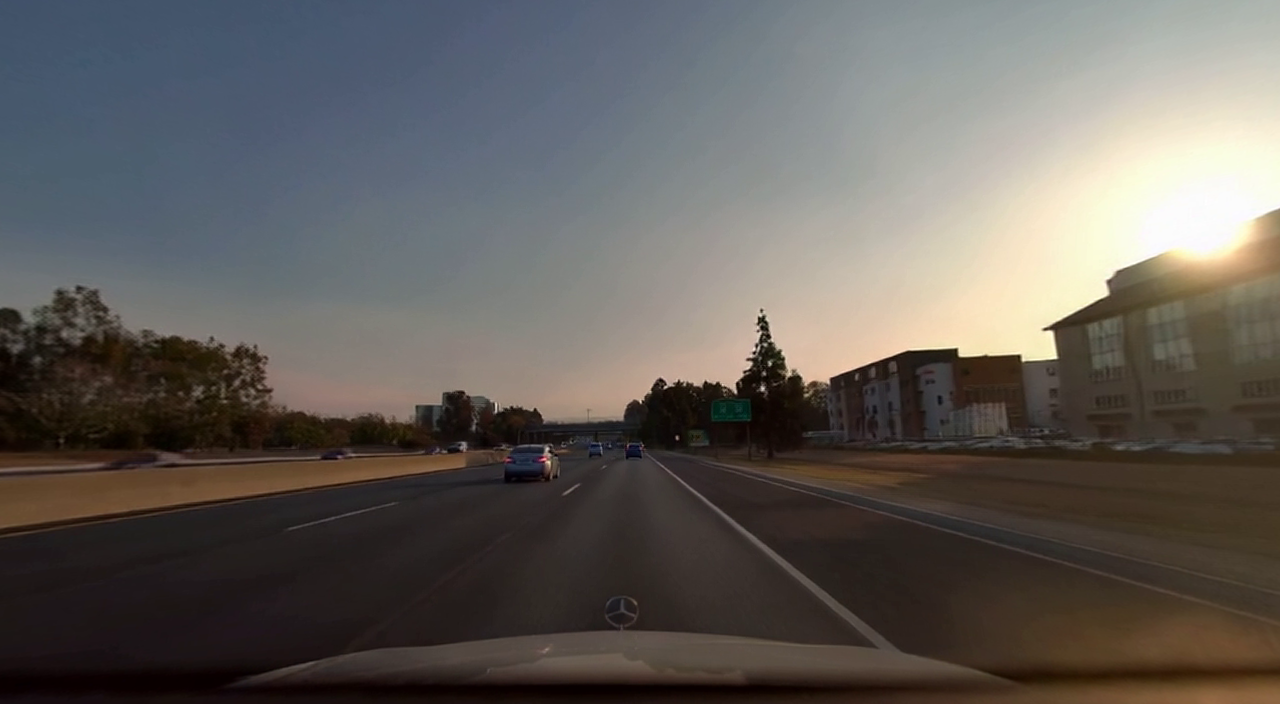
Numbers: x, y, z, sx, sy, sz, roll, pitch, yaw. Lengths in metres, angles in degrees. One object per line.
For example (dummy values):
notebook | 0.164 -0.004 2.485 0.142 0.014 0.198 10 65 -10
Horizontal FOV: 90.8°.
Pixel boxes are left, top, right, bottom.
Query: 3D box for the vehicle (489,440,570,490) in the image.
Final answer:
vehicle | -3.536 3.695 20.948 1.920 1.463 4.134 0 -9 0

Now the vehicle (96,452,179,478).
vehicle | -31.743 7.140 40.067 1.782 1.470 4.149 0 -9 0
